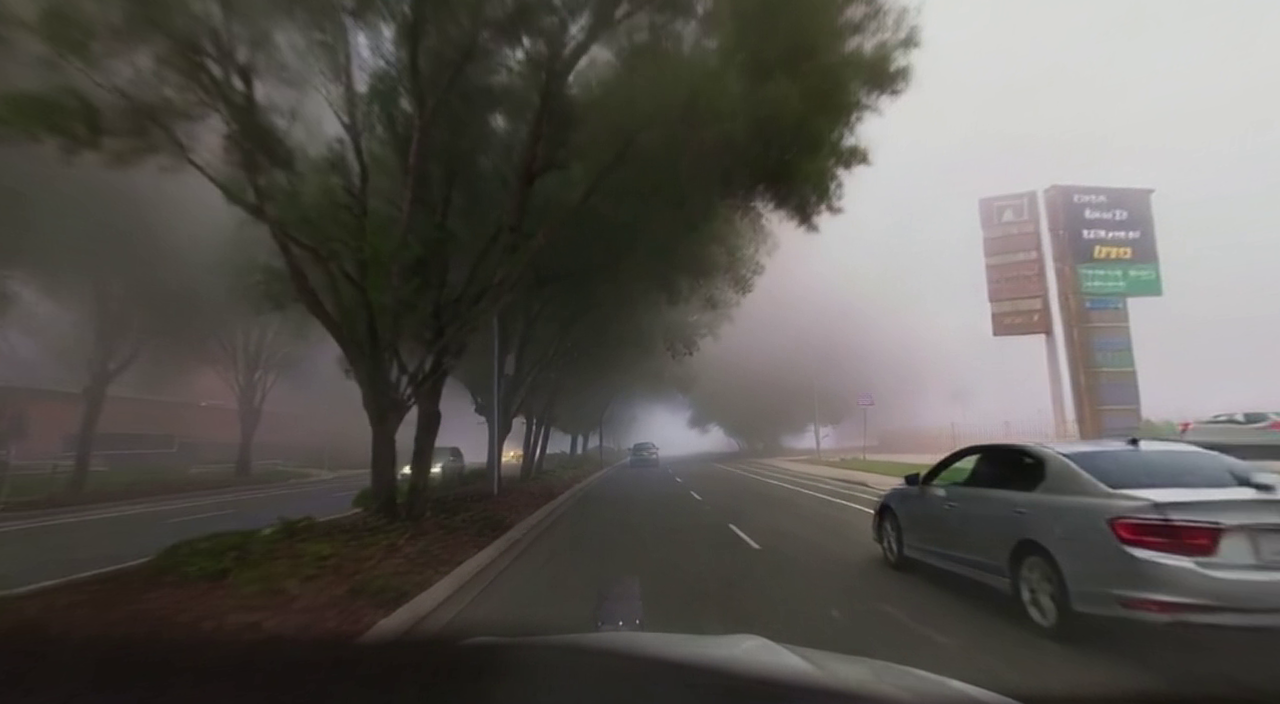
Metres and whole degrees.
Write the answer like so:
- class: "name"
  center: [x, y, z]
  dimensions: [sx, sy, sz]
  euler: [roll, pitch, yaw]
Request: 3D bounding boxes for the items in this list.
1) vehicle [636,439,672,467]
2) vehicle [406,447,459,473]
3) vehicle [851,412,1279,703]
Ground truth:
- class: "vehicle"
  center: [0.958, 6.558, 41.133]
  dimensions: [2.123, 1.703, 4.292]
  euler: [-1, -8, 5]
- class: "vehicle"
  center: [-14.071, 7.312, 43.118]
  dimensions: [1.910, 1.667, 4.290]
  euler: [-1, -8, 4]
- class: "vehicle"
  center: [3.702, 1.385, 5.349]
  dimensions: [2.132, 1.497, 4.827]
  euler: [0, -8, 0]
